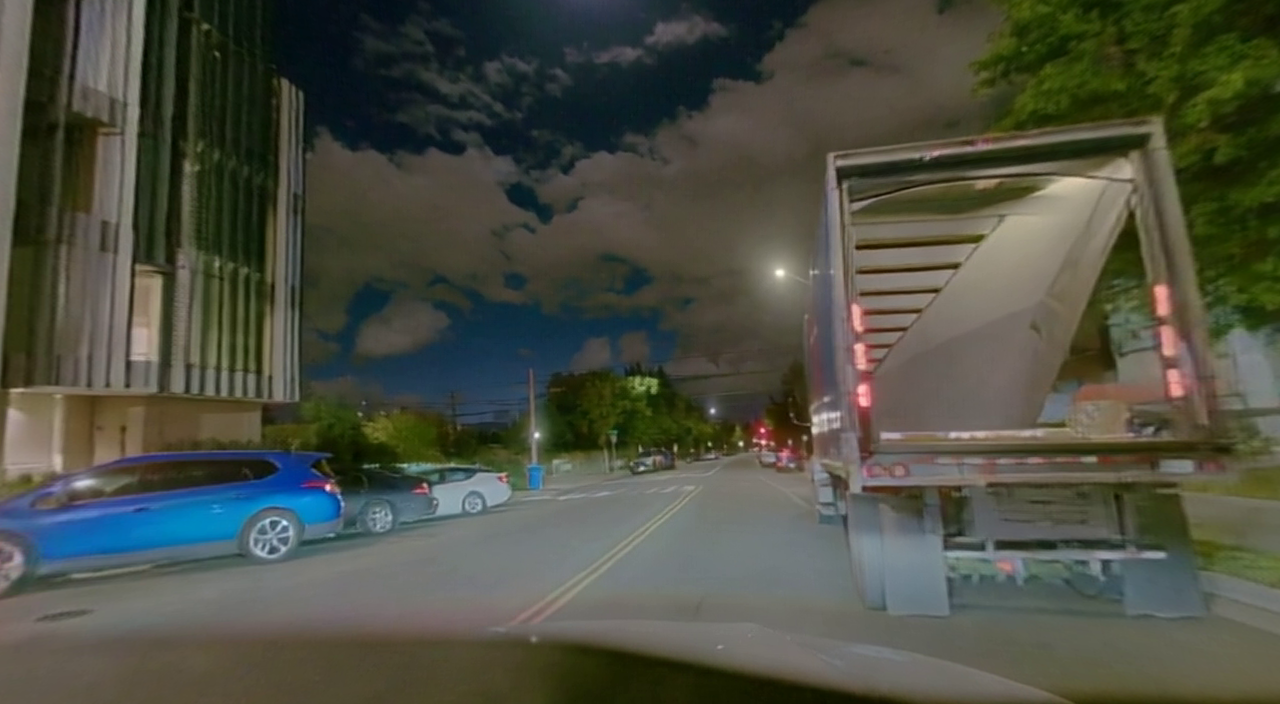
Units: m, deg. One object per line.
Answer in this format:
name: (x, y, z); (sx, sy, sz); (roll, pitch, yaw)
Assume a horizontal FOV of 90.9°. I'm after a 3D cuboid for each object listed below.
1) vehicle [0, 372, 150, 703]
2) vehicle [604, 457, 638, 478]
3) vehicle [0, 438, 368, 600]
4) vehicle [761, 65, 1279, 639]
vehicle: (-3.318, 0.638, 0.192); (2.311, 1.631, 4.510); (-1, -8, 9)
vehicle: (-1.410, 8.928, 48.849); (1.798, 1.459, 4.306); (-1, -8, 10)
vehicle: (-6.912, 2.214, 9.137); (5.022, 1.872, 2.137); (6, -10, -34)
vehicle: (3.805, 0.740, 10.303); (3.320, 4.034, 11.553); (-2, -9, 11)
